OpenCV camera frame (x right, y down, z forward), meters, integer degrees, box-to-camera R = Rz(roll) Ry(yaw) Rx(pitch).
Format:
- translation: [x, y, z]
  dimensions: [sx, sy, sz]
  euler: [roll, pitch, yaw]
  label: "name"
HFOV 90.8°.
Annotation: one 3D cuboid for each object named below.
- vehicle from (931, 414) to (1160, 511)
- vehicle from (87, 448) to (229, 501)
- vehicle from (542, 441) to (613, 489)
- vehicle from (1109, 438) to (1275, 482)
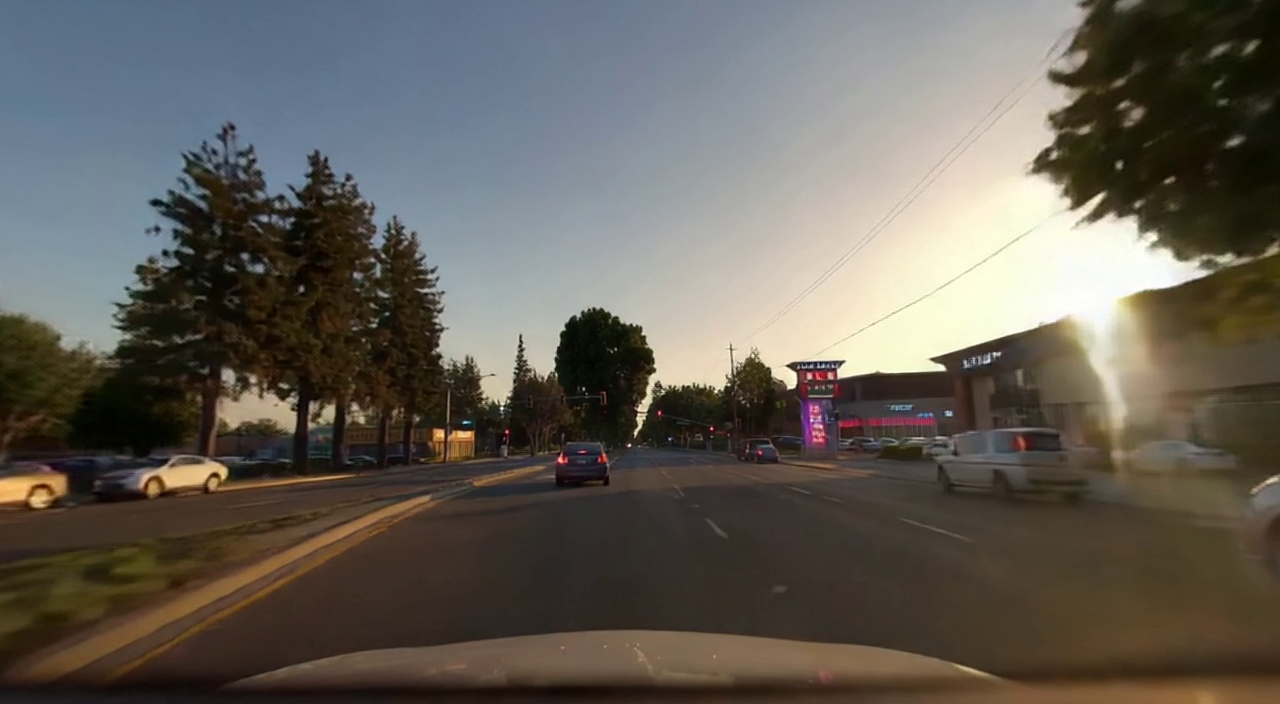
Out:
- translation: [10.350, 2.873, 16.971]
  dimensions: [2.266, 2.118, 5.742]
  euler: [0, -8, -1]
  label: "vehicle"
- translation: [-18.909, 4.770, 25.140]
  dimensions: [2.027, 1.831, 4.644]
  euler: [0, -8, -1]
  label: "vehicle"
- translation: [-2.041, 3.778, 21.518]
  dimensions: [2.185, 1.473, 3.925]
  euler: [0, -8, -4]
  label: "vehicle"
- translation: [19.616, 3.825, 22.763]
  dimensions: [4.212, 1.436, 1.919]
  euler: [-6, -10, 34]
  label: "vehicle"
